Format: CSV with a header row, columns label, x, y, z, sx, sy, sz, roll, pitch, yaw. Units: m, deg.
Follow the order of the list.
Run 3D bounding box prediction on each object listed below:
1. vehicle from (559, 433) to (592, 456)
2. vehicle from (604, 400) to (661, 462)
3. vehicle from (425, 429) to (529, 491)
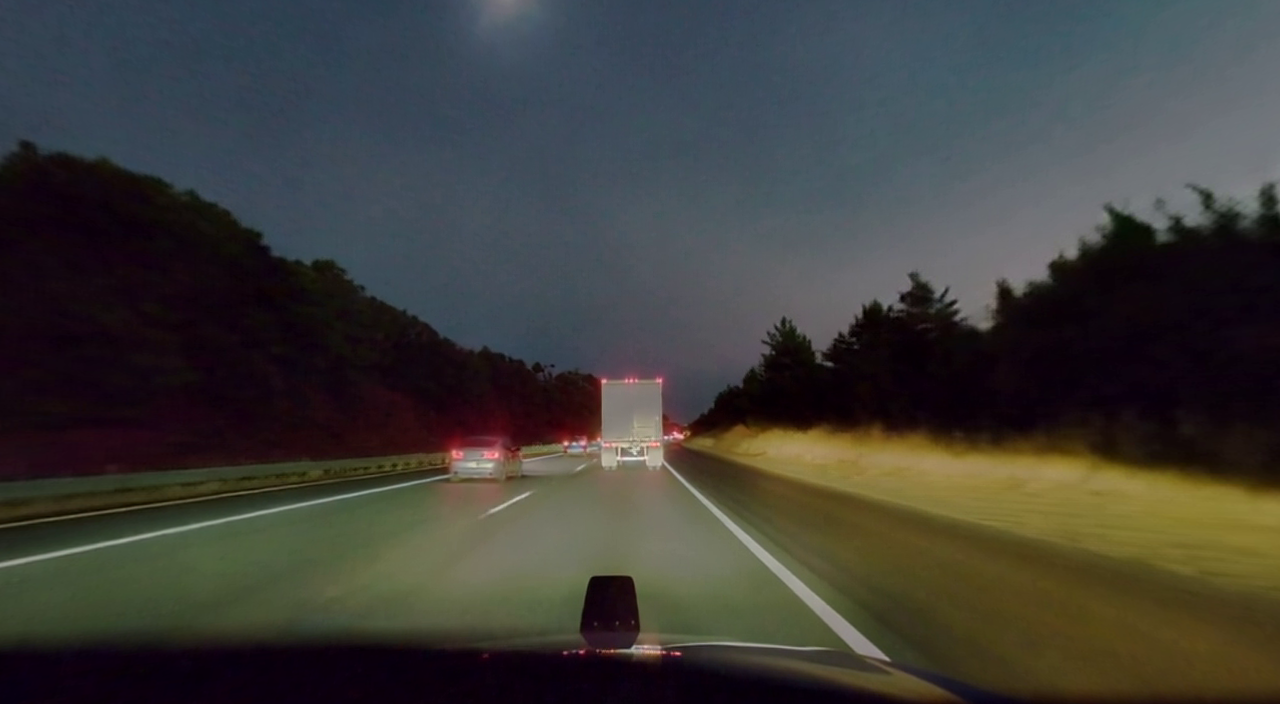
label,x,y,z,sx,sy,sz,roll,pitch,yaw
vehicle,-5.037,7.335,49.948,2.138,1.697,4.587,0,-8,0
vehicle,-0.299,3.292,26.247,2.319,2.461,1.270,0,-8,0
vehicle,-4.445,2.986,17.810,1.909,1.520,3.897,0,-8,0
